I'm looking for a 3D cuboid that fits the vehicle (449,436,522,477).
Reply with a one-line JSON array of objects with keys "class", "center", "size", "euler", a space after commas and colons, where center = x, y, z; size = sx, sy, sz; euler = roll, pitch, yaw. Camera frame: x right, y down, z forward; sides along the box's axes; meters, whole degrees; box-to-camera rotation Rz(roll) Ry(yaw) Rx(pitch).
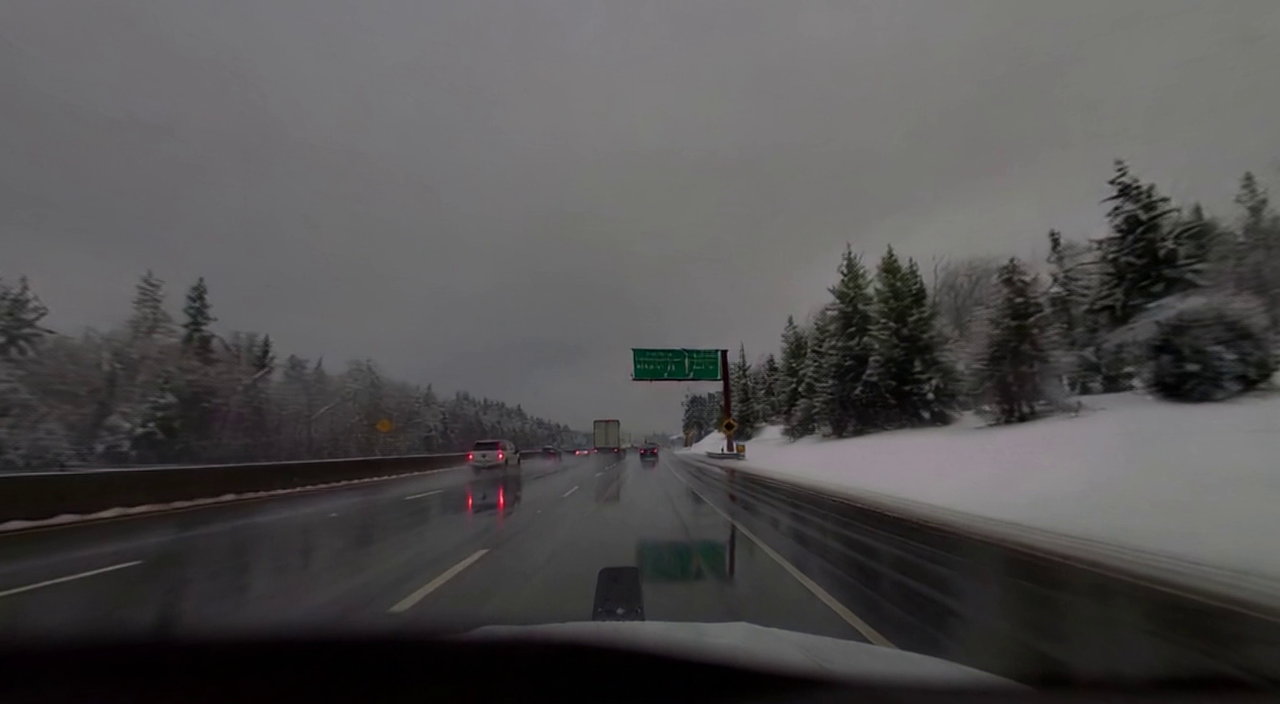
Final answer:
[{"class": "vehicle", "center": [-7.384, 5.050, 30.797], "size": [2.115, 1.778, 5.572], "euler": [0, -9, 0]}]
